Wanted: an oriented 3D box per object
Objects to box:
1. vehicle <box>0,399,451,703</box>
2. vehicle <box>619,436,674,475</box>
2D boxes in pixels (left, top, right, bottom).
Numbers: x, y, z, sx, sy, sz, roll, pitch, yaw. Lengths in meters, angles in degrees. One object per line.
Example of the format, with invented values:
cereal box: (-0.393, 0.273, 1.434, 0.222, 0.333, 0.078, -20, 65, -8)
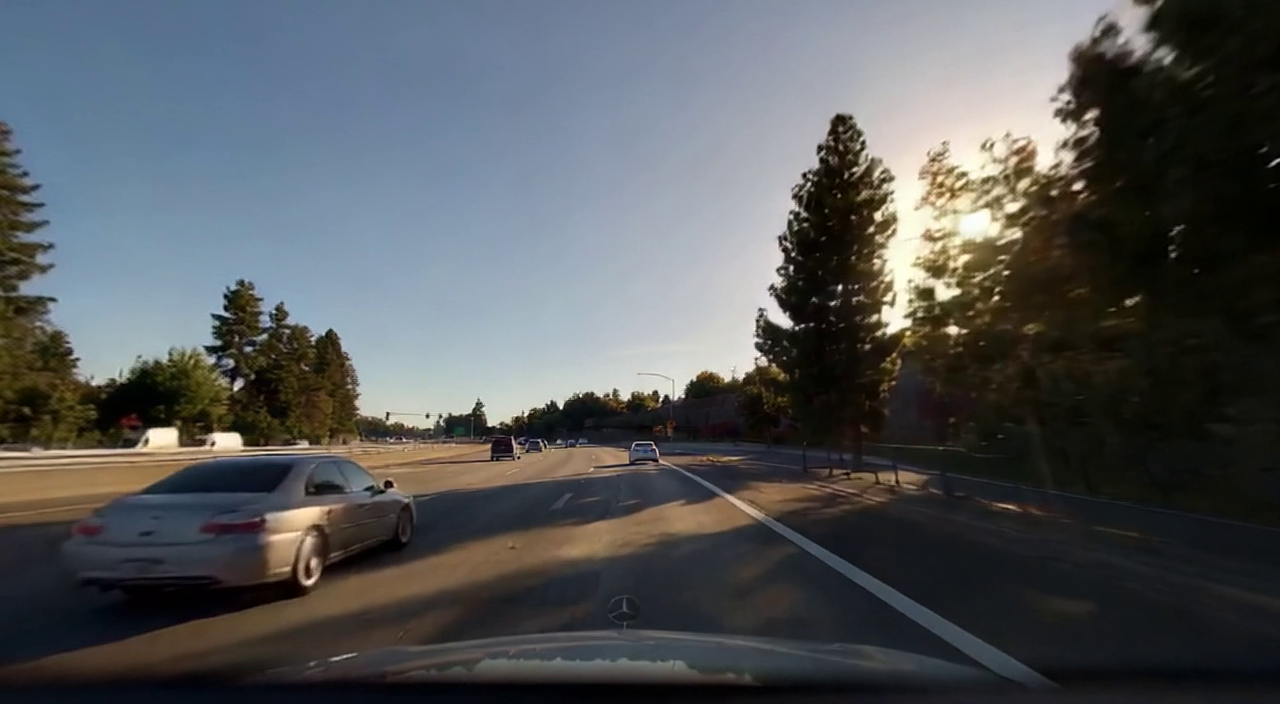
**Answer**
vehicle: (-3.643, 1.376, 5.738, 2.246, 1.519, 4.980, 0, -9, 1)
vehicle: (0.167, 4.145, 25.387, 2.051, 1.444, 3.927, 0, -9, -2)
